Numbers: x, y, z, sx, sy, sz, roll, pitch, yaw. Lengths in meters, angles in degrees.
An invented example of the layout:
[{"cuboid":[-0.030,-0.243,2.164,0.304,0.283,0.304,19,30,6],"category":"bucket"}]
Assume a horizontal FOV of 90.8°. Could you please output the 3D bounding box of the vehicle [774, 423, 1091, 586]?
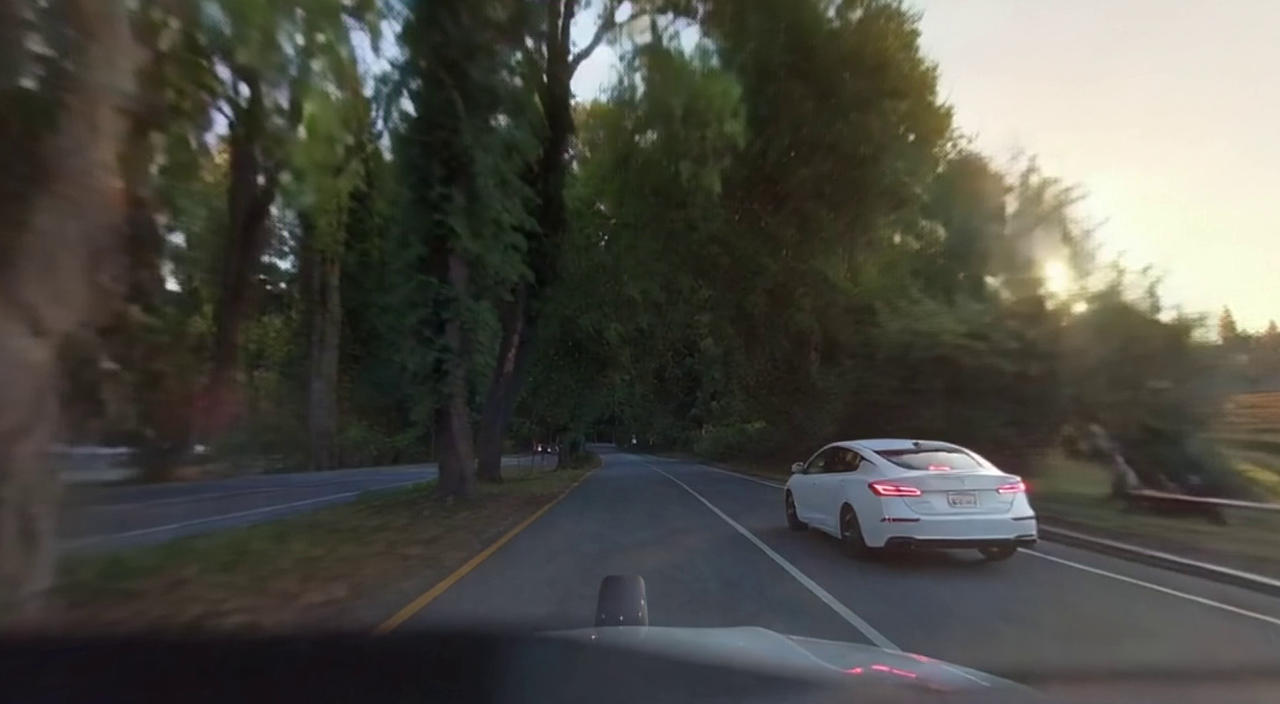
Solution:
[{"cuboid":[3.391,1.859,8.619,2.060,1.584,4.592,0,-9,-1],"category":"vehicle"}]
